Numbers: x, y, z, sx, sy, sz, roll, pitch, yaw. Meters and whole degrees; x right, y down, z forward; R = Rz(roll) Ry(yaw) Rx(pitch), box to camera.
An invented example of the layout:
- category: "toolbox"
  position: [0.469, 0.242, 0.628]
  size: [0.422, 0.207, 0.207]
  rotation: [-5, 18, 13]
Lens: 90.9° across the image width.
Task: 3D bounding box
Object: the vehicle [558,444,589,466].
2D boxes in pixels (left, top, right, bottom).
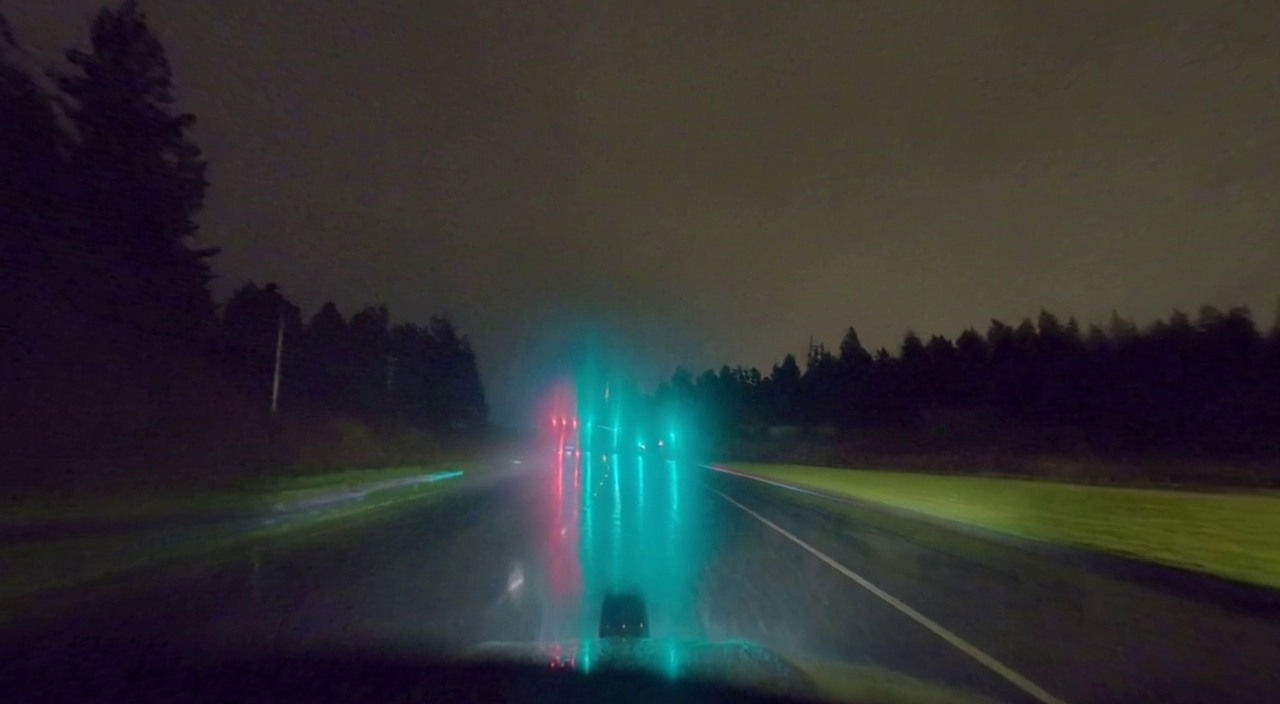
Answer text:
- category: "vehicle"
  position: [-4.738, 7.420, 45.588]
  size: [1.968, 1.503, 4.443]
  rotation: [0, -8, -3]
